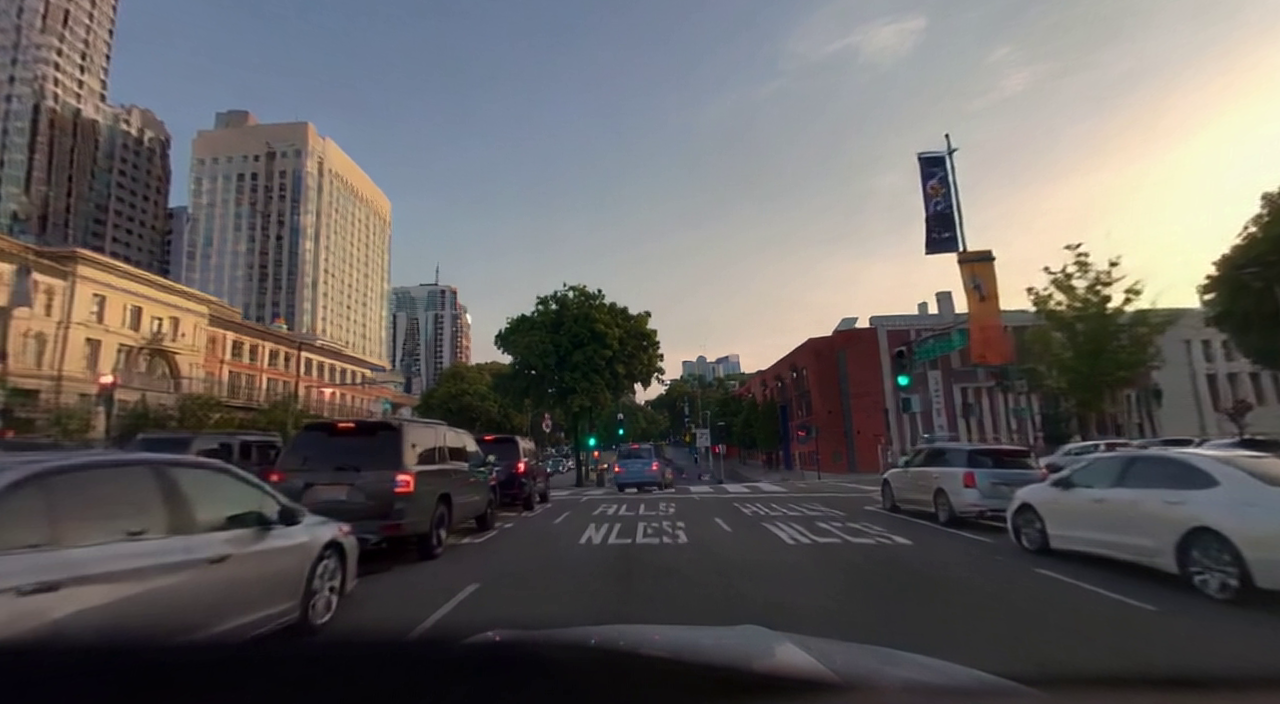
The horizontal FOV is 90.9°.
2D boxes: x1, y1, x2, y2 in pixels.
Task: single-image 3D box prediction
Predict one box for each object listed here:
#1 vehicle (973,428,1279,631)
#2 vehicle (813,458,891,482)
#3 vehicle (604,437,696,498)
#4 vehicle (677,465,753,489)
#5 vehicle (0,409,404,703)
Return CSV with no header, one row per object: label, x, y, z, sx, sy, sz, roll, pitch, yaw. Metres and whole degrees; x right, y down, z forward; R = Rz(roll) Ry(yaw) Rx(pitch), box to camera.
vehicle,5.845,1.667,6.899,1.919,1.529,4.558,0,-9,1
vehicle,13.609,7.589,40.715,4.371,1.439,1.818,0,-9,1
vehicle,0.510,3.794,21.155,2.328,1.746,5.072,-2,-9,10
vehicle,5.044,8.478,42.853,4.766,1.502,1.891,1,-9,-7
vehicle,-3.038,1.087,3.139,1.930,1.450,4.497,0,-9,1
